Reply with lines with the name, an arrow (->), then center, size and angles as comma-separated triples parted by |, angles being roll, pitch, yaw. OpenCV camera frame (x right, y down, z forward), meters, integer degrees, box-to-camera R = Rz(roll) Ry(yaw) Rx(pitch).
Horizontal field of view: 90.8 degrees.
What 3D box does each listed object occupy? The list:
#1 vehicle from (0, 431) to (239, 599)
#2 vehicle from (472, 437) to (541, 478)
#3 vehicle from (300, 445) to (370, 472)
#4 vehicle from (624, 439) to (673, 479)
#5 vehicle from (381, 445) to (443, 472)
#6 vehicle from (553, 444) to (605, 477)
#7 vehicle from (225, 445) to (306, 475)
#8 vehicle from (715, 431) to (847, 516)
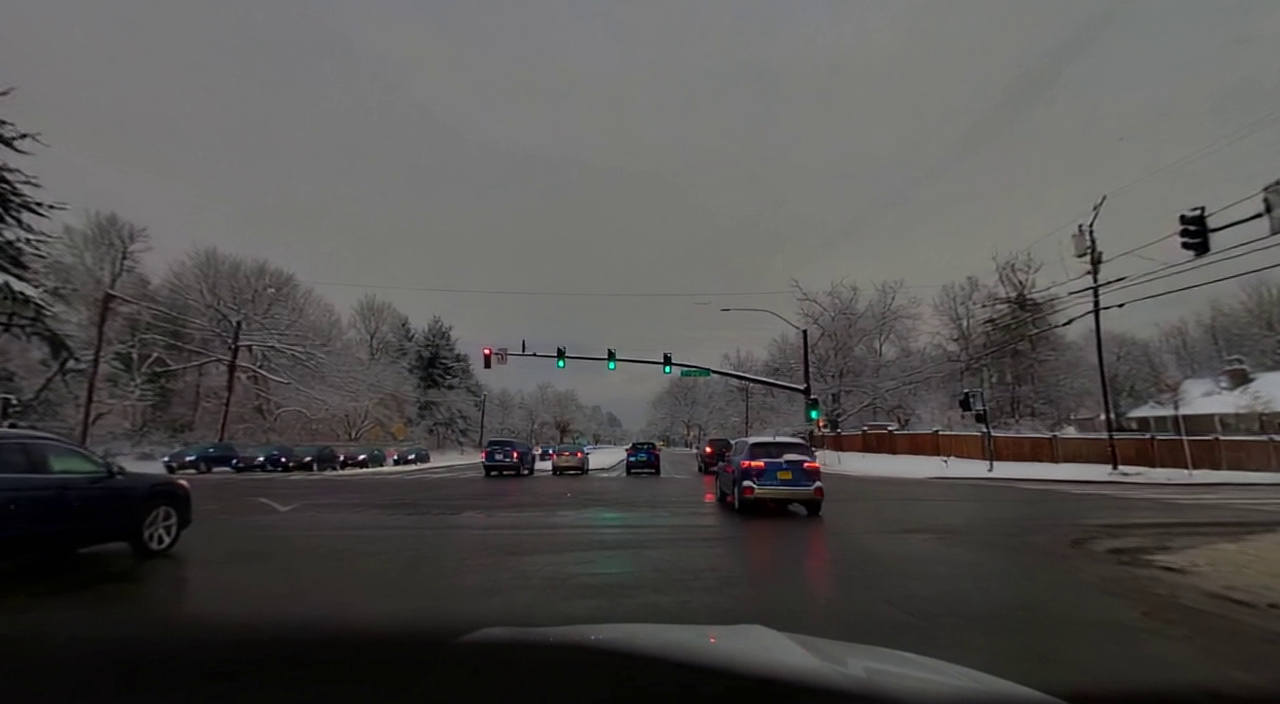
vehicle -> -6.588, 1.569, 6.449 | 1.930, 1.468, 4.560 | 0, -9, 1
vehicle -> -6.325, 5.046, 30.555 | 2.116, 1.812, 4.609 | 0, -9, 3
vehicle -> -18.137, 6.356, 37.813 | 1.994, 1.496, 4.211 | 0, -9, 2
vehicle -> 0.448, 4.961, 29.543 | 2.111, 1.712, 4.078 | 0, -9, 2
vehicle -> -14.764, 6.896, 41.230 | 2.129, 1.554, 4.627 | -2, -8, 3
vehicle -> -2.875, 5.240, 30.665 | 1.881, 1.466, 4.484 | 0, -9, 3
vehicle -> -21.421, 6.173, 36.313 | 1.891, 1.577, 4.238 | 0, -9, 3
vehicle -> 3.055, 2.755, 14.793 | 2.034, 1.655, 4.465 | 0, -9, 0
